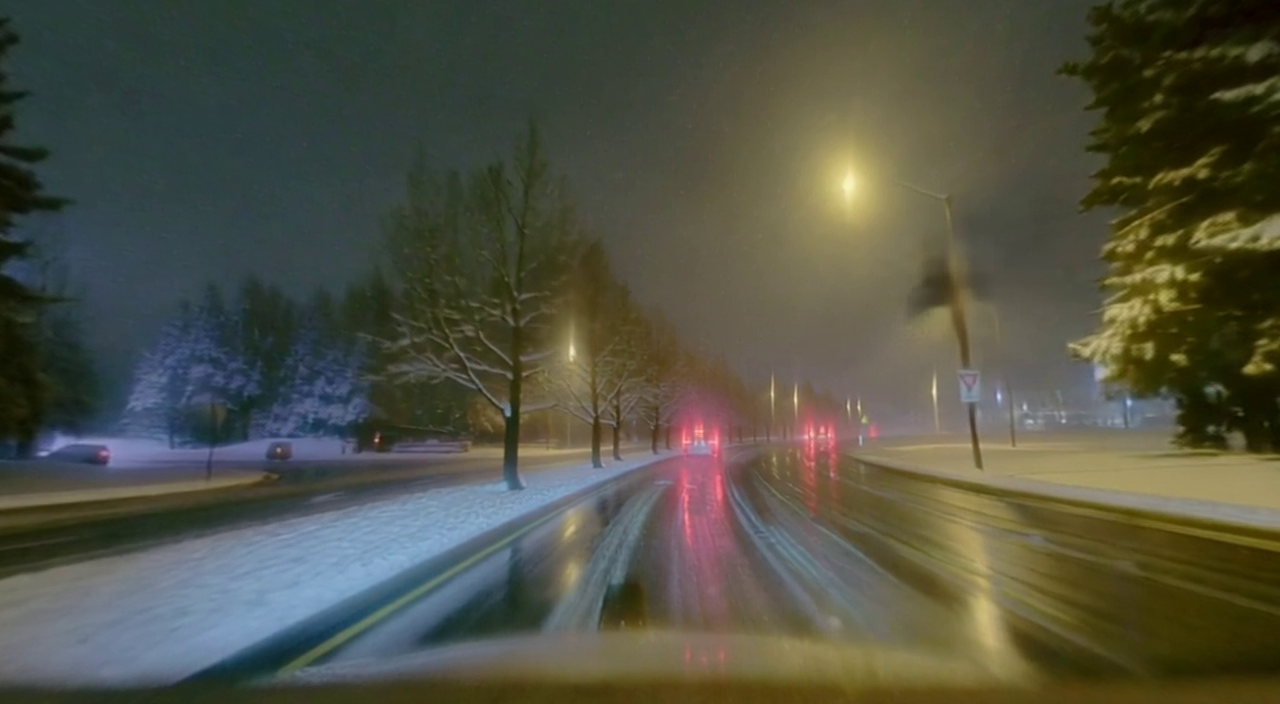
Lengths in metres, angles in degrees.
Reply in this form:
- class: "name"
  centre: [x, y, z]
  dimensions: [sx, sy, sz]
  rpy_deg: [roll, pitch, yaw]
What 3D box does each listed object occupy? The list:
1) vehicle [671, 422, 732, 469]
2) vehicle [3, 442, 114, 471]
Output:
- class: "vehicle"
  centre: [2.987, 4.340, 29.161]
  dimensions: [2.371, 1.926, 5.615]
  rpy_deg: [-2, -9, 10]
- class: "vehicle"
  centre: [-37.702, 6.755, 40.844]
  dimensions: [4.636, 1.790, 2.178]
  rpy_deg: [2, -9, -15]
